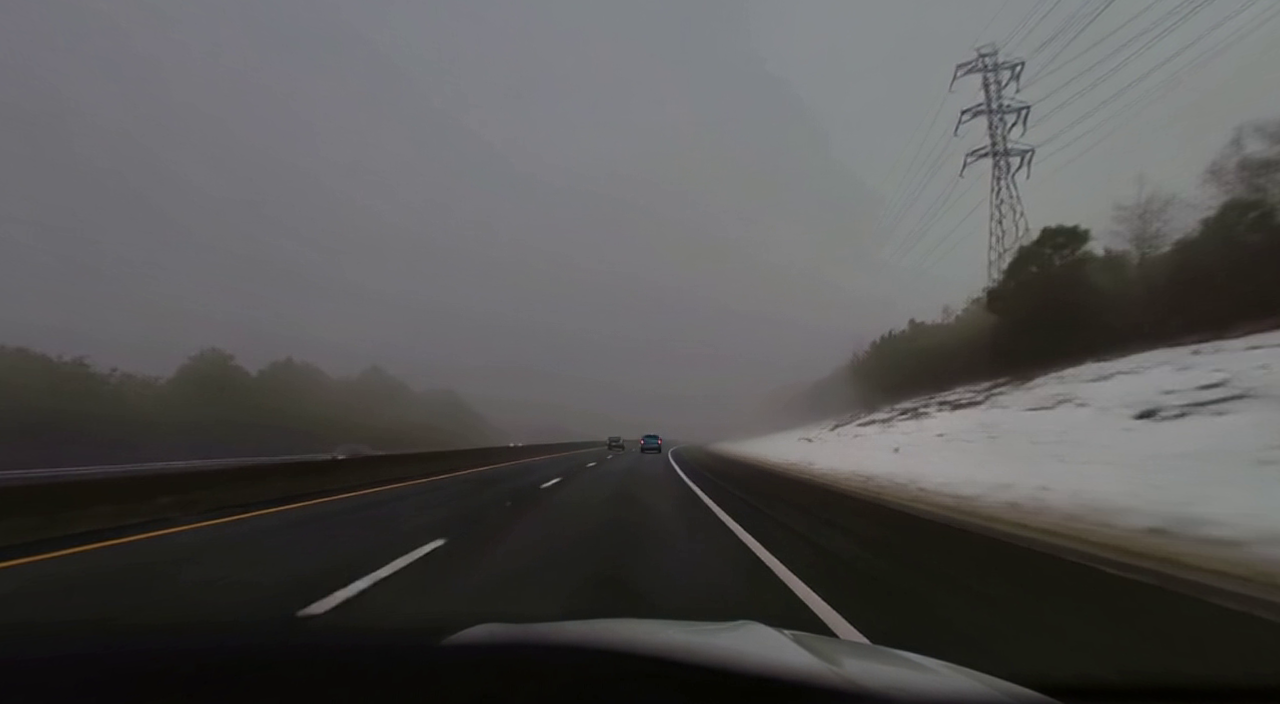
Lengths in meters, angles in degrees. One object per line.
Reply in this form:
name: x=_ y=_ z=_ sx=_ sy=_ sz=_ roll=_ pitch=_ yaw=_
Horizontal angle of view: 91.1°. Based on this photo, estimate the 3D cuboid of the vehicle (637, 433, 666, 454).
vehicle: x=0.905 y=6.935 z=47.738 sx=2.077 sy=1.523 sz=4.206 roll=0 pitch=-8 yaw=2

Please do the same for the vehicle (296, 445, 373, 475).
vehicle: x=-16.838 y=5.934 z=34.897 sx=1.861 sy=1.506 sz=4.440 roll=0 pitch=-8 yaw=2
